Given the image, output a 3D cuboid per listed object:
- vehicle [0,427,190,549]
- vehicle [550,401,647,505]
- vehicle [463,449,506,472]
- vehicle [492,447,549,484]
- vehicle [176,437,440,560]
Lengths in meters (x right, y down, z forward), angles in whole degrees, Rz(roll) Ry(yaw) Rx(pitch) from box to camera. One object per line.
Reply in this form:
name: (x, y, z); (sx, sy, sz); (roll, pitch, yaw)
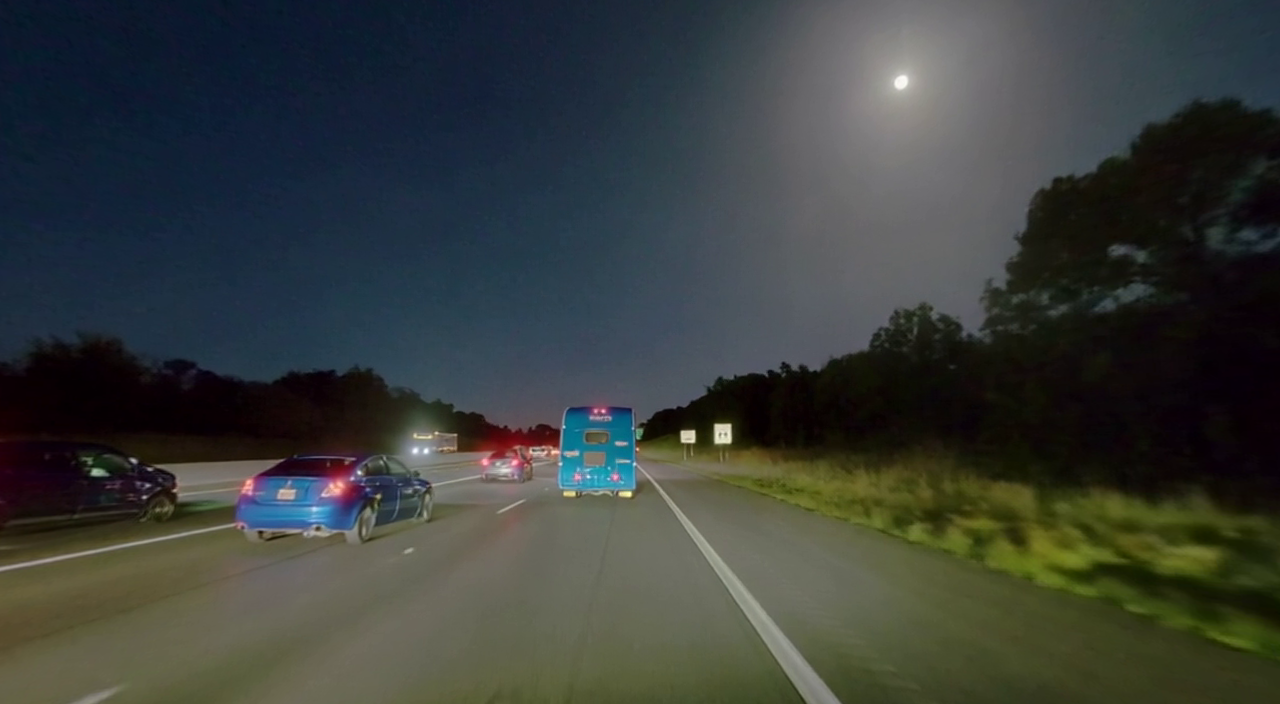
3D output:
vehicle: (-9.682, 2.067, 9.924); (2.010, 1.621, 4.252); (0, -9, -1)
vehicle: (-1.105, 2.899, 18.294); (2.394, 2.556, 5.232); (0, -9, -2)
vehicle: (-10.339, 7.229, 42.160); (1.886, 1.462, 4.084); (0, -9, -1)
vehicle: (-5.152, 4.922, 27.602); (1.872, 1.480, 3.545); (0, -9, -1)
vehicle: (-4.658, 2.083, 9.660); (1.876, 1.438, 4.072); (0, -9, -1)
